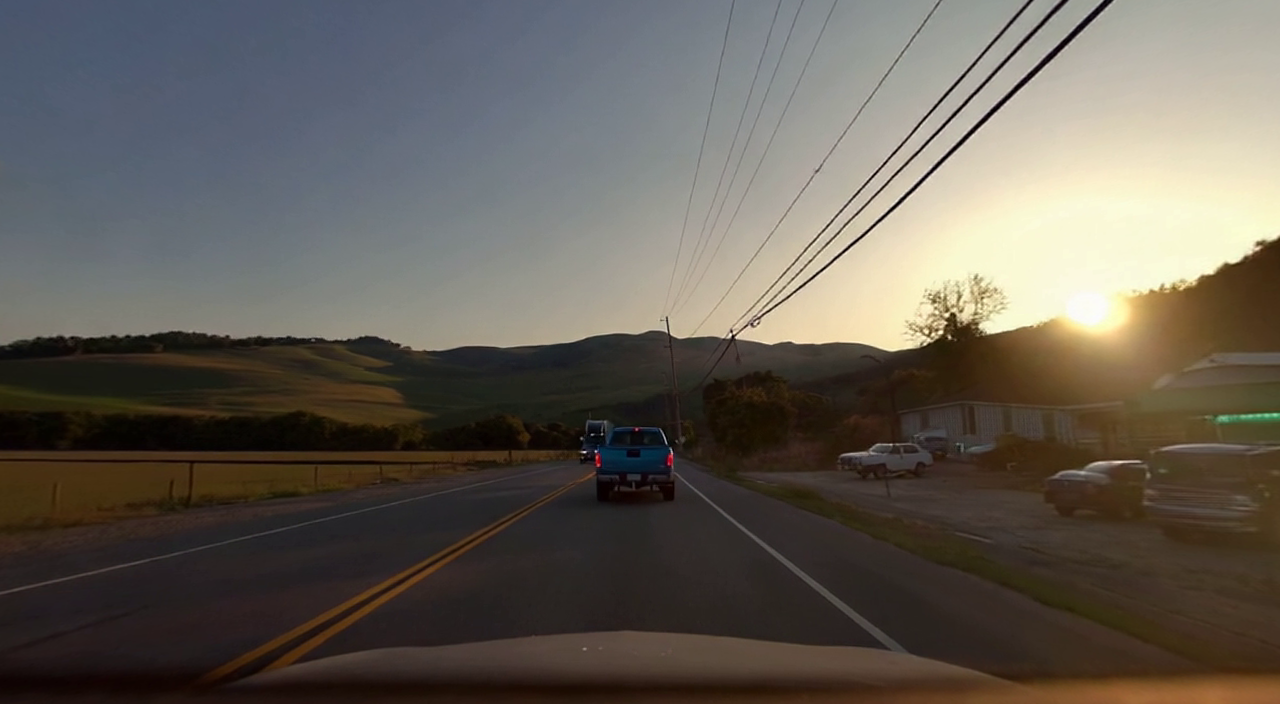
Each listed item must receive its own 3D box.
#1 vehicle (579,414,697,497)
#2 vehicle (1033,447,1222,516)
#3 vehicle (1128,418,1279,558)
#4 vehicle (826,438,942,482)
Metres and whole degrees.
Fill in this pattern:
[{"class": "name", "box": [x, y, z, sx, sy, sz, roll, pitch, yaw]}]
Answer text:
[{"class": "vehicle", "box": [-0.022, 3.124, 19.457, 2.921, 2.031, 7.416, 0, -8, 0]}, {"class": "vehicle", "box": [12.052, 3.086, 15.577, 4.571, 1.451, 1.906, 5, -10, -29]}, {"class": "vehicle", "box": [11.167, 2.236, 10.989, 5.776, 1.936, 2.535, 6, -8, -35]}, {"class": "vehicle", "box": [10.868, 4.698, 27.944, 5.304, 1.754, 2.340, 7, -11, -38]}]
